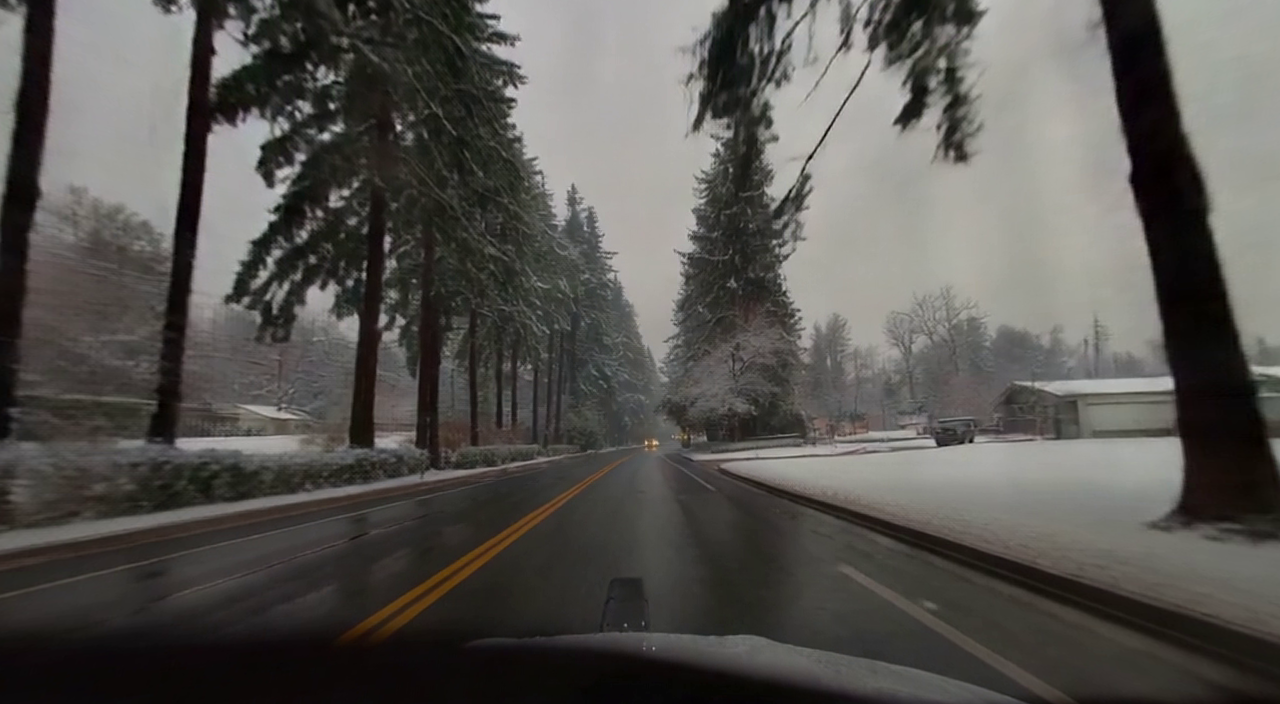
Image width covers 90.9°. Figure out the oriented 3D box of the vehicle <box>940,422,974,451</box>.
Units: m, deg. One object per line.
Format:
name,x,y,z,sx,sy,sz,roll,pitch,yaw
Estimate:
vehicle,21.778,5.862,43.426,1.889,1.853,4.207,-4,-9,25
